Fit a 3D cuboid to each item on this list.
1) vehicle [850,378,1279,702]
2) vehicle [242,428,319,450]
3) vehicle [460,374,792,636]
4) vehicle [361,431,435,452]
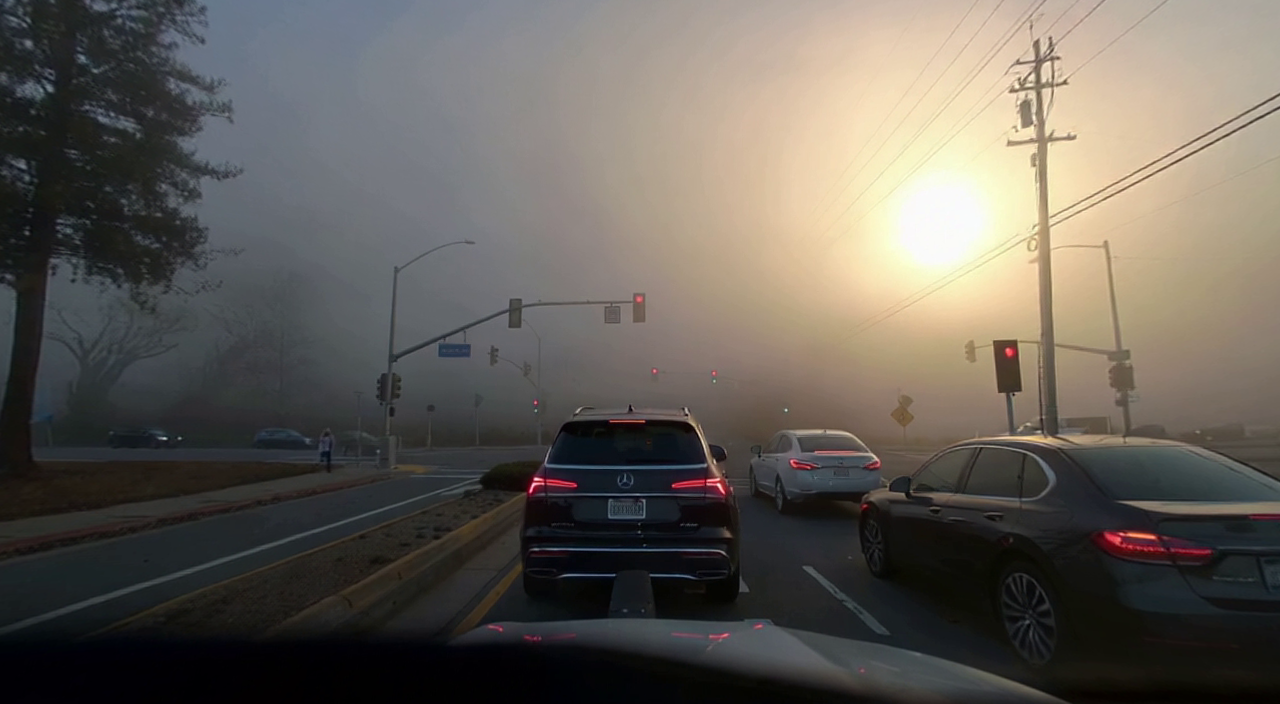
[{"bbox_3d":[3.555,1.294,5.558,1.948,1.677,4.437,0,-8,1],"label":"vehicle"},{"bbox_3d":[-26.846,6.530,47.203,4.587,1.639,1.878,0,-8,0],"label":"vehicle"},{"bbox_3d":[-0.143,1.365,6.632,2.271,1.786,4.443,0,-8,-1],"label":"vehicle"},{"bbox_3d":[-17.758,6.560,46.365,4.607,1.478,1.995,0,-8,0],"label":"vehicle"}]
